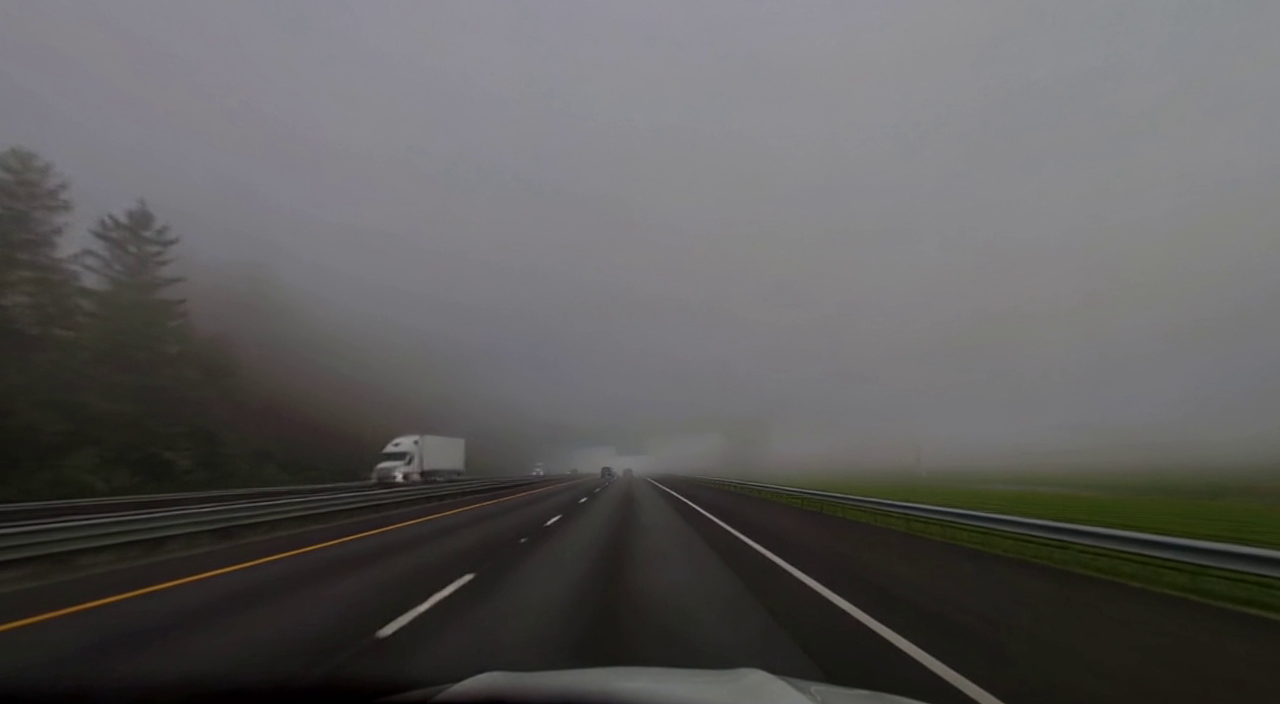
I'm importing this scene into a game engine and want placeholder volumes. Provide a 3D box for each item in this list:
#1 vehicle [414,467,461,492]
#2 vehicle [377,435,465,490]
[{"bbox_3d":[-12.140,7.631,37.919,1.694,1.388,3.382,1,-10,-1],"label":"vehicle"},{"bbox_3d":[-16.585,8.598,48.865,2.932,3.708,10.622,1,-10,0],"label":"vehicle"}]
